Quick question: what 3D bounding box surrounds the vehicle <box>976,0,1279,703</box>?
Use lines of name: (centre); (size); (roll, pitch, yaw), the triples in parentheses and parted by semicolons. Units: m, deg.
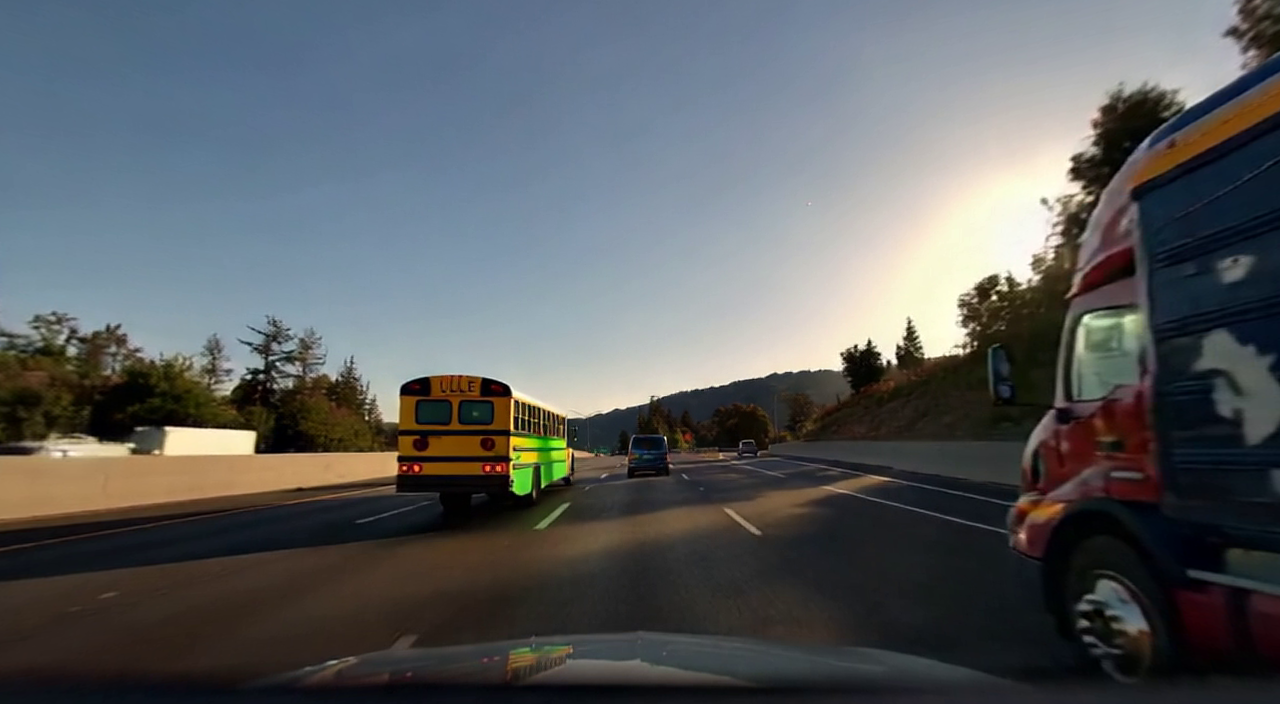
vehicle: (4.131, -0.188, 1.333); (3.050, 3.810, 6.889); (-1, -8, 2)

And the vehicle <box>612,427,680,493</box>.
vehicle: (0.147, 3.548, 21.088); (2.037, 1.929, 4.343); (0, -9, -1)

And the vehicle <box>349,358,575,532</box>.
vehicle: (-3.513, 2.197, 15.063); (2.947, 3.009, 7.991); (0, -8, 1)

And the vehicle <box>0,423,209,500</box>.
vehicle: (-24.849, 4.910, 29.033); (2.983, 2.881, 9.944); (0, -9, 0)
